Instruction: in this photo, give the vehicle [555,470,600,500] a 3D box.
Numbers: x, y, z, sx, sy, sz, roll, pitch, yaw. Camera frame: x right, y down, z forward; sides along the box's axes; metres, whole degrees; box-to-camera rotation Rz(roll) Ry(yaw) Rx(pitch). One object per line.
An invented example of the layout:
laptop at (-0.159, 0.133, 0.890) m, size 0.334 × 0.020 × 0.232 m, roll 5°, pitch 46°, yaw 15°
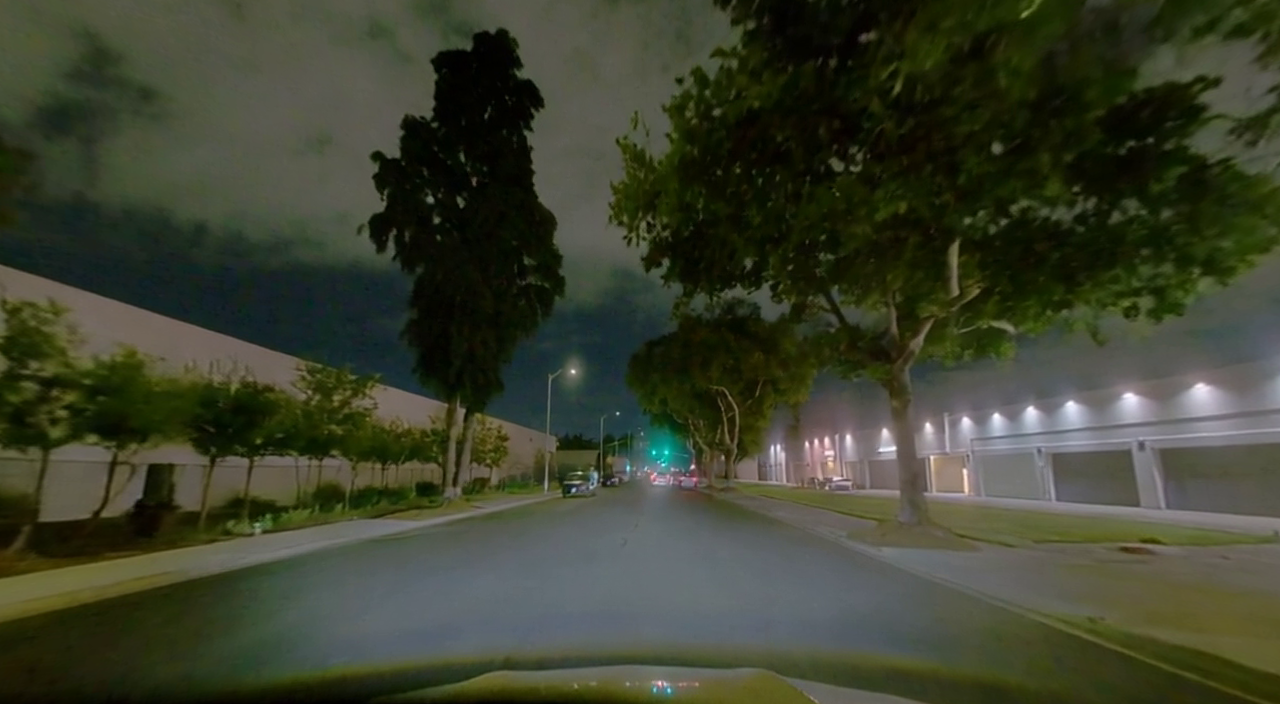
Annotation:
vehicle at (-3.556, 7.679, 36.634) m, size 1.927 × 1.580 × 4.556 m, roll -1°, pitch -10°, yaw 3°
